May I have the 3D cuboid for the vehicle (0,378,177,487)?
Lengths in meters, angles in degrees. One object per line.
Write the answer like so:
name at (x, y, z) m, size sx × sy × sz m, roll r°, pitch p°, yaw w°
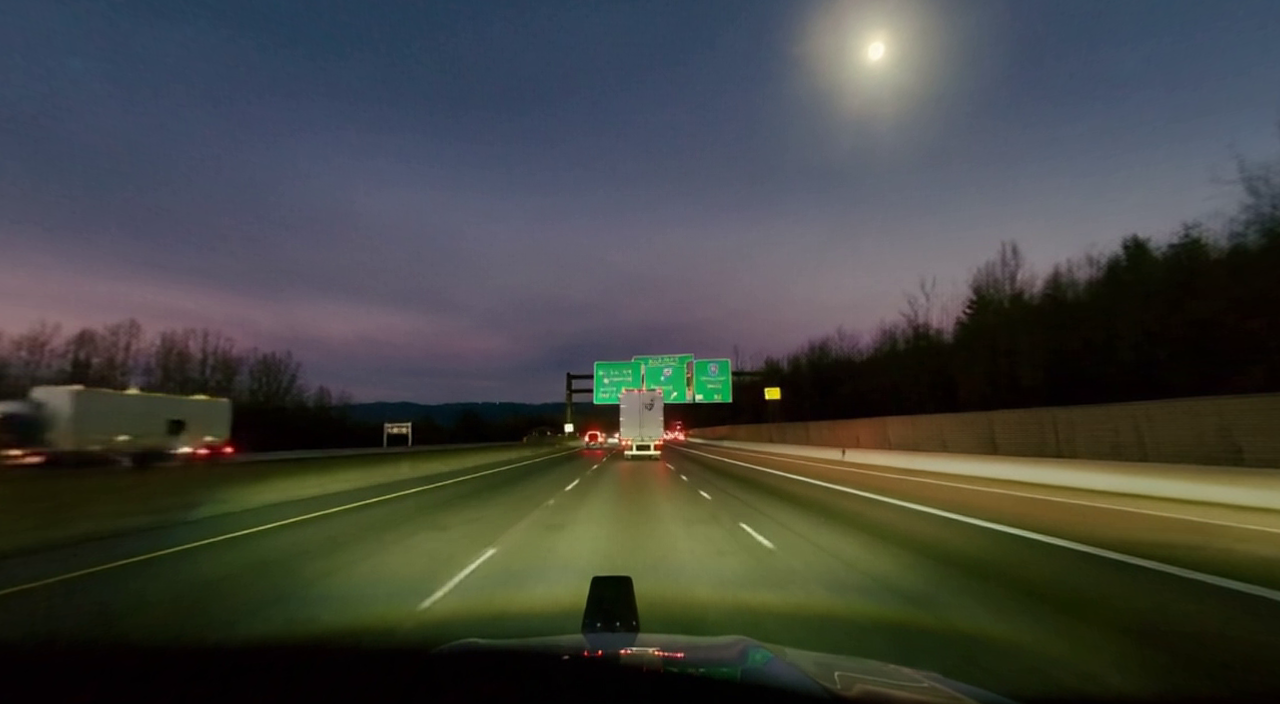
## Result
vehicle at (-25.885, 3.530, 27.345) m, size 2.990 × 4.107 × 11.120 m, roll 0°, pitch -8°, yaw 0°

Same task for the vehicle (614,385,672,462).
vehicle at (0.109, 4.791, 40.623) m, size 2.965 × 3.972 × 16.689 m, roll 0°, pitch -8°, yaw 0°
